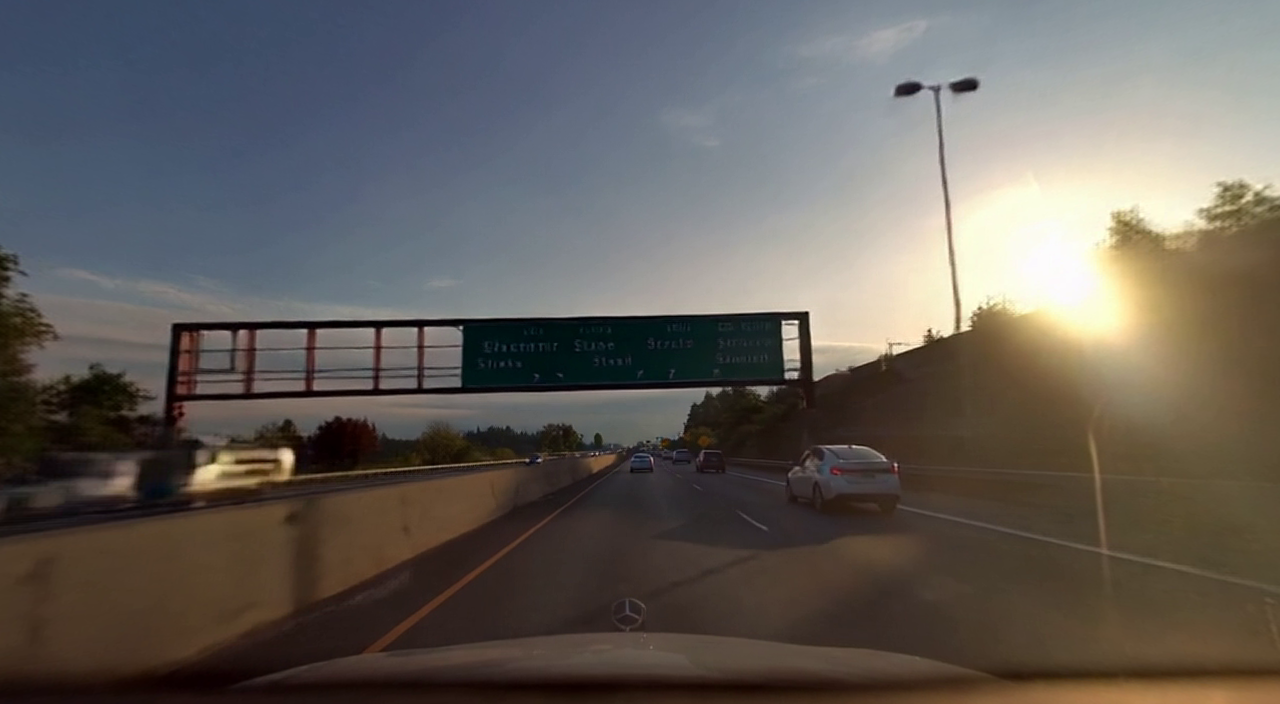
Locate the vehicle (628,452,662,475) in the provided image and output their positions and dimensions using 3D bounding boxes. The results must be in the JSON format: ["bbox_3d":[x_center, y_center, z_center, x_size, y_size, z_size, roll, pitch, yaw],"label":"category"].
[{"bbox_3d":[0.310,6.913,39.274,2.012,1.320,3.777,0,-9,1],"label":"vehicle"}]

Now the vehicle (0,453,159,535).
[{"bbox_3d":[-15.905,3.673,16.902,2.024,1.869,4.992,0,-9,0],"label":"vehicle"}]

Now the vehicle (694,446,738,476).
[{"bbox_3d":[4.282,6.221,36.177,1.935,1.594,3.981,0,-9,-1],"label":"vehicle"}]

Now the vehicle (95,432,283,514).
[{"bbox_3d":[-15.992,4.305,22.969,2.507,2.577,5.744,0,-9,0],"label":"vehicle"}]

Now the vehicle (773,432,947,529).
[{"bbox_3d":[4.267,2.571,13.127,1.969,1.639,4.472,0,-9,0],"label":"vehicle"}]
